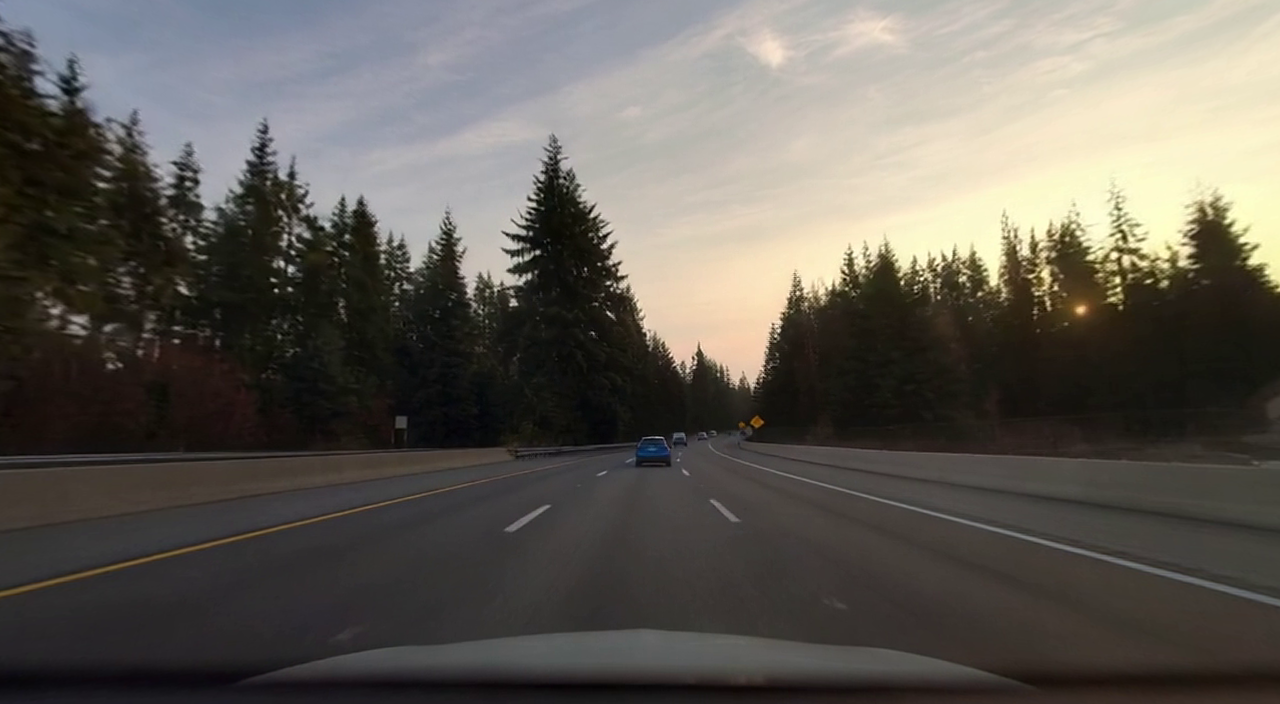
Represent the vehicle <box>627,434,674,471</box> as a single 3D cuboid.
[{"bbox_3d":[0.502,4.913,30.825,2.133,1.686,4.203,0,-8,1],"label":"vehicle"}]
